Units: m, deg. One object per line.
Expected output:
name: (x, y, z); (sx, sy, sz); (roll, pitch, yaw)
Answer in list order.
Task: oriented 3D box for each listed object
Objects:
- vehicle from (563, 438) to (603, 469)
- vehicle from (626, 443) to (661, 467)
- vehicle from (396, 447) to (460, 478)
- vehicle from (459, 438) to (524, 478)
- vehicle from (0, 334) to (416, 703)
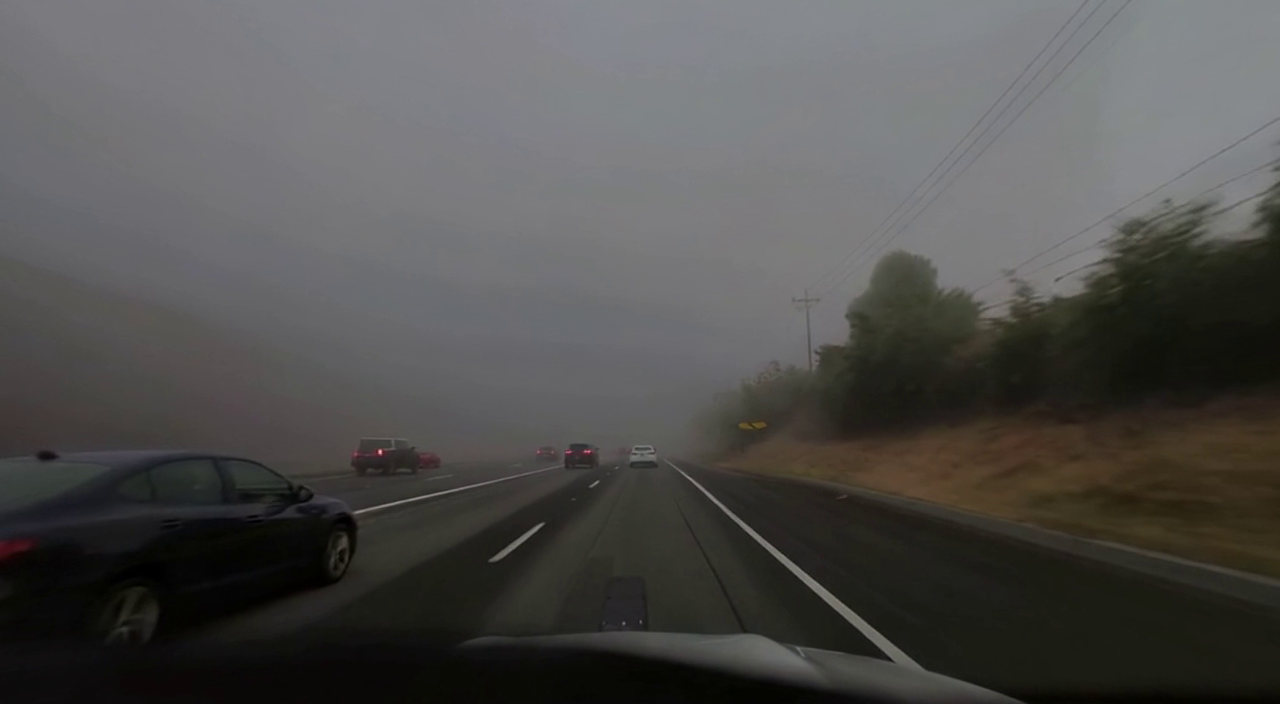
vehicle: (-3.447, 6.263, 39.117); (2.093, 1.831, 4.712); (0, -8, -1)
vehicle: (0.165, 6.549, 40.377); (2.074, 1.465, 3.977); (0, -8, -2)
vehicle: (-11.114, 5.791, 33.373); (1.894, 1.482, 4.372); (0, -8, 0)
vehicle: (-7.250, 5.197, 31.249); (2.084, 1.815, 4.406); (0, -8, 0)
vehicle: (-3.359, 1.086, 4.217); (2.052, 1.731, 4.372); (0, -8, 1)
